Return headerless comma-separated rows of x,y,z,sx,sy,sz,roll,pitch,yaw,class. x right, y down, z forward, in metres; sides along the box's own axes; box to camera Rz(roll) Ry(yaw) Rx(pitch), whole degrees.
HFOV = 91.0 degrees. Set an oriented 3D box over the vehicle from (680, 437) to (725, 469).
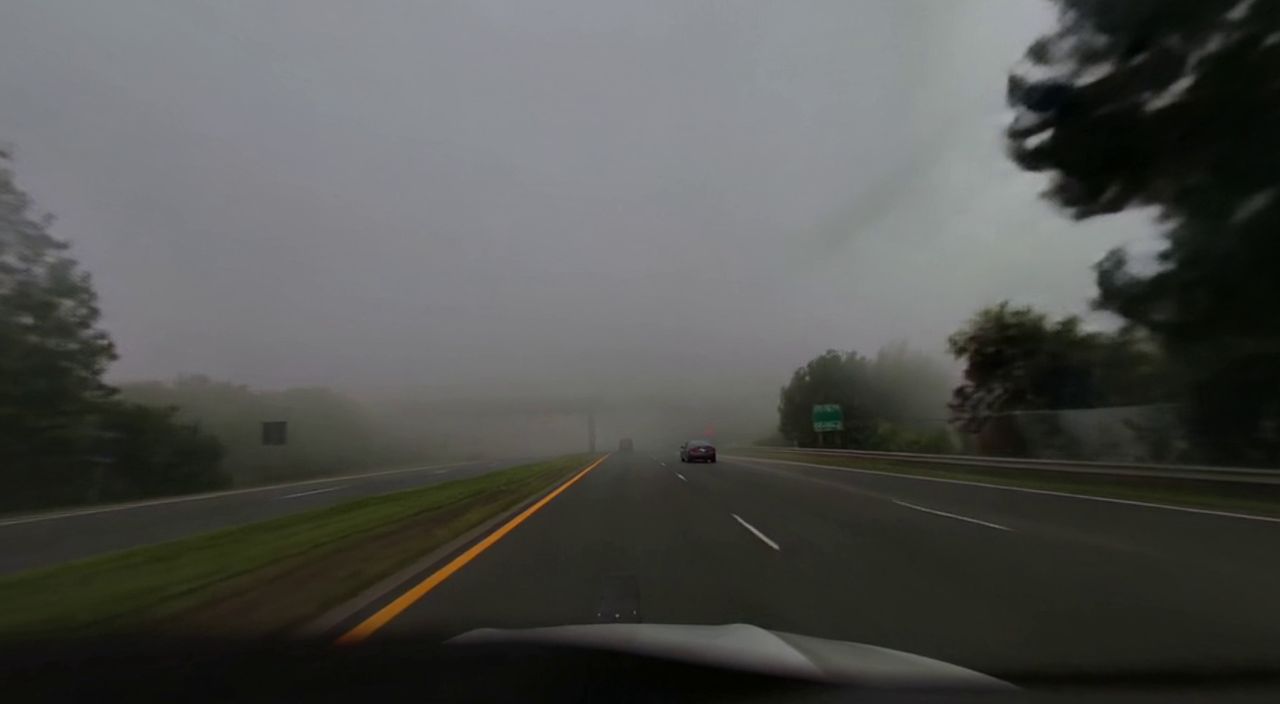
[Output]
3.049,4.994,31.349,1.781,1.470,3.540,0,-8,-2,vehicle
